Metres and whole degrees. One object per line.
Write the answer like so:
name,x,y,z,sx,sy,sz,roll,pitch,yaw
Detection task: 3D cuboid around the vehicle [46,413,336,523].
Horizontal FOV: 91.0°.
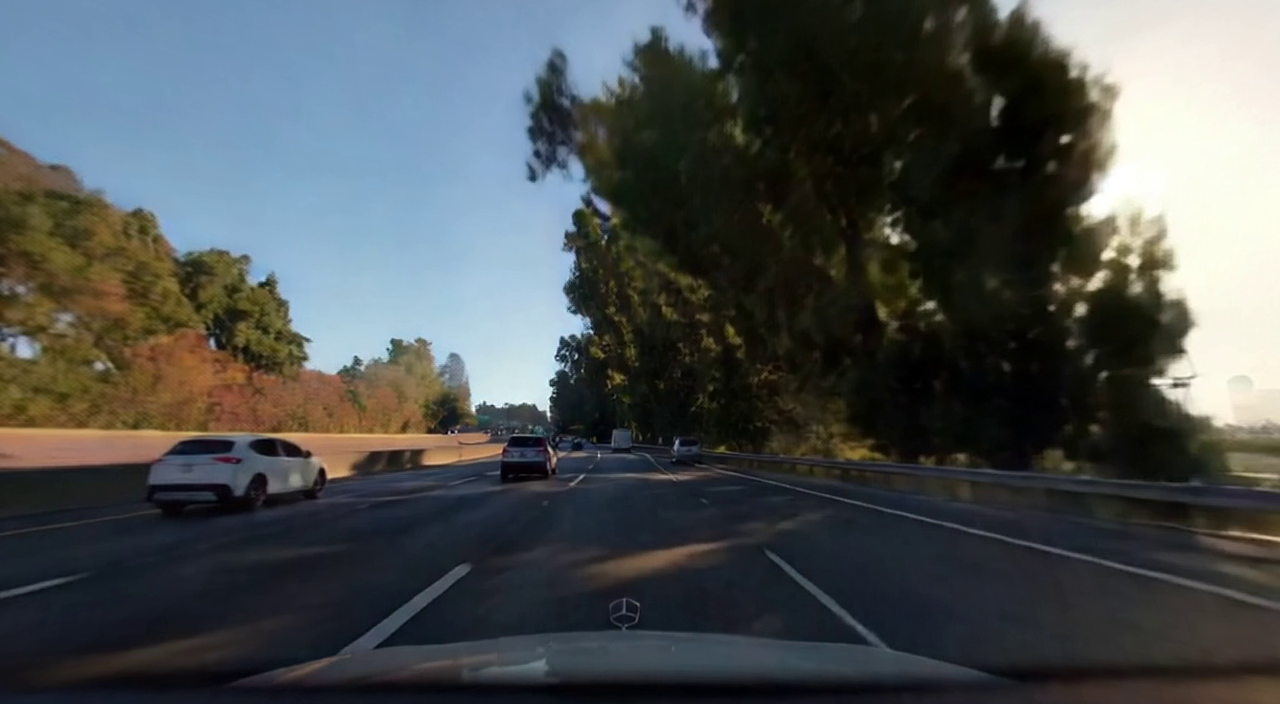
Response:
vehicle,-8.176,2.167,12.256,2.237,1.703,4.681,0,-9,-1

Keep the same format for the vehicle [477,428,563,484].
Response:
vehicle,-3.895,3.453,21.161,2.002,1.680,4.301,0,-9,0

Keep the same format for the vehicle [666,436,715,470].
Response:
vehicle,2.569,5.299,33.128,2.053,1.698,4.097,0,-9,-3
